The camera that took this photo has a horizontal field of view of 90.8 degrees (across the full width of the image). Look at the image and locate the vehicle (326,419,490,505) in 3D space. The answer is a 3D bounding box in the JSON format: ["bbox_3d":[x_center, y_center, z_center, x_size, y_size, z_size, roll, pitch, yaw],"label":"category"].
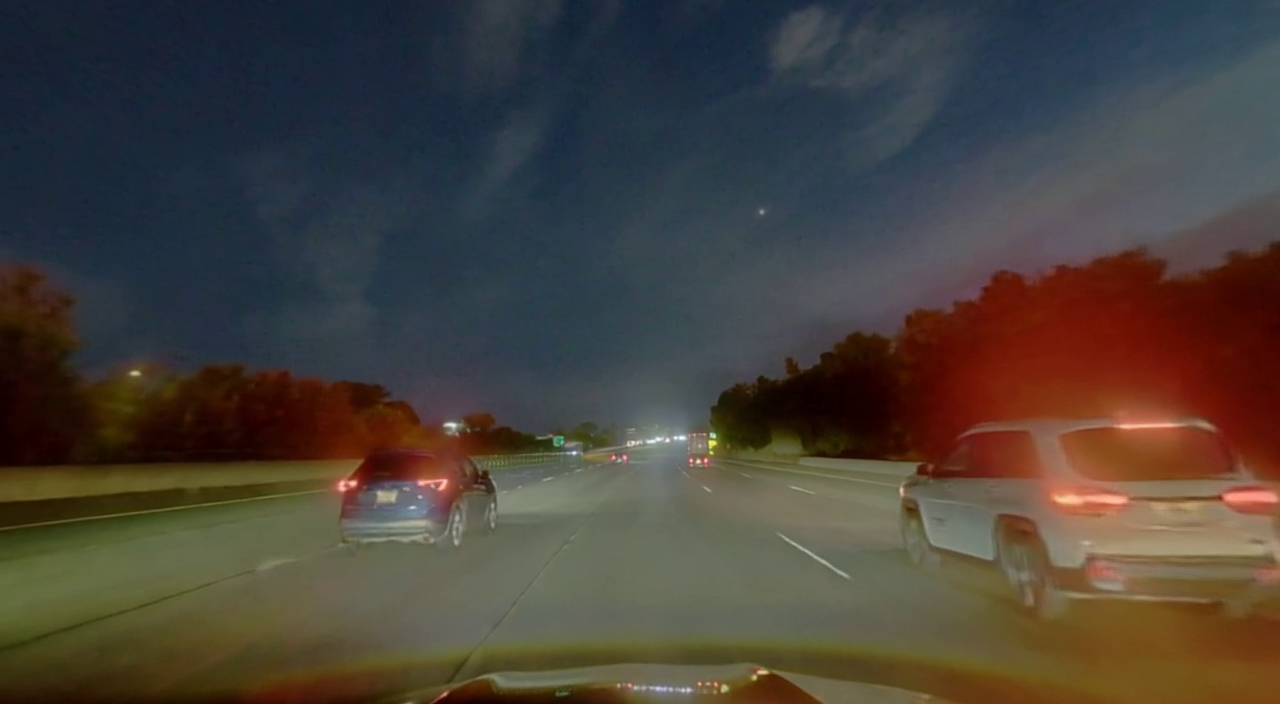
[{"bbox_3d":[-6.293,3.115,18.218,2.383,2.048,5.875,0,-9,1],"label":"vehicle"}]

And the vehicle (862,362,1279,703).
[{"bbox_3d":[3.574,1.254,4.884,2.075,1.743,4.410,0,-9,0],"label":"vehicle"}]

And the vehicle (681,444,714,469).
[{"bbox_3d":[4.420,8.144,49.353,2.211,1.814,4.404,0,-9,0],"label":"vehicle"}]
